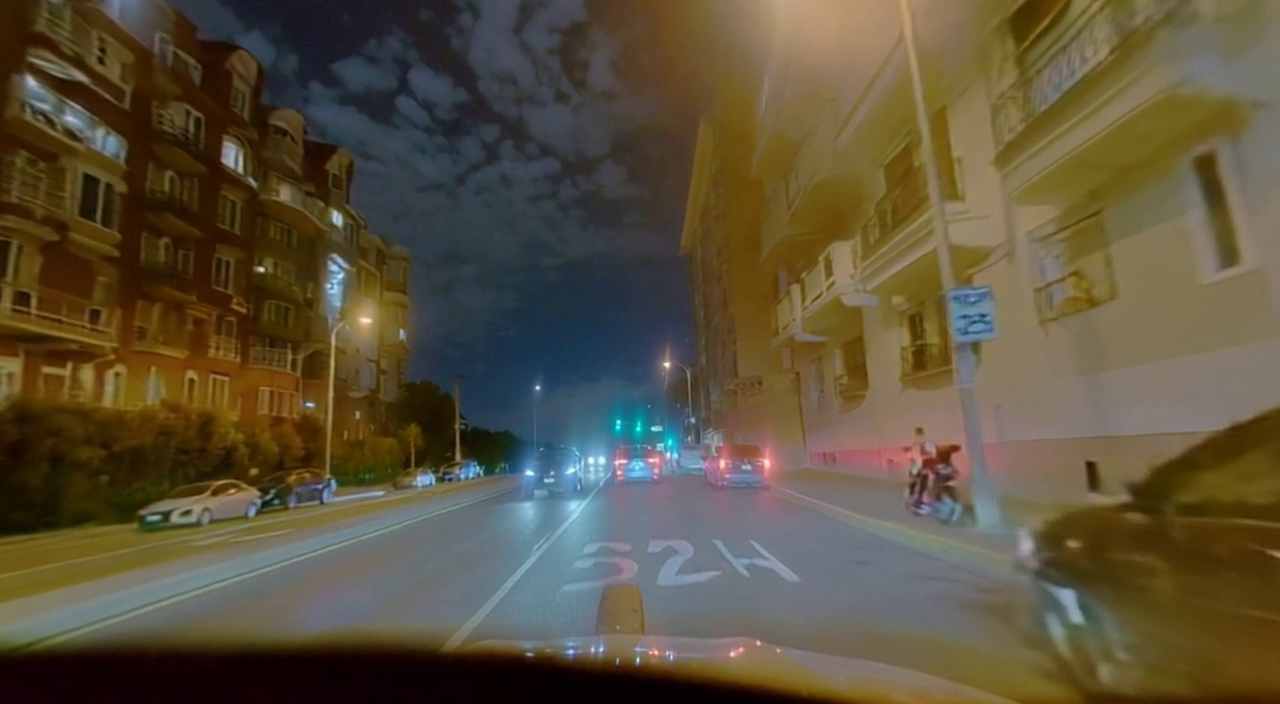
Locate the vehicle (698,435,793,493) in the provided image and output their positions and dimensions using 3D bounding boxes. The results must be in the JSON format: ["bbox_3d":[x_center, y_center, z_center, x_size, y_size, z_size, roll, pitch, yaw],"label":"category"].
[{"bbox_3d":[3.081,3.385,19.472,2.077,1.532,4.694,0,-9,0],"label":"vehicle"}]

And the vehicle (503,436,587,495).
[{"bbox_3d":[-2.982,3.668,20.817,2.065,1.705,4.353,0,-9,0],"label":"vehicle"}]

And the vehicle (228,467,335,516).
[{"bbox_3d":[-13.780,5.349,24.595,1.839,1.594,4.055,0,-9,-1],"label":"vehicle"}]

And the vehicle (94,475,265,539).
[{"bbox_3d":[-13.762,4.614,19.298,1.907,1.480,4.498,0,-9,-1],"label":"vehicle"}]

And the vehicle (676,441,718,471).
[{"bbox_3d":[3.054,5.646,34.435,1.933,1.501,4.349,0,-9,1],"label":"vehicle"}]

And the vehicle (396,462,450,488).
[{"bbox_3d":[-13.707,7.780,40.206,1.752,1.479,4.575,0,-9,0],"label":"vehicle"}]

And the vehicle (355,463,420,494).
[{"bbox_3d":[-13.866,6.958,35.023,1.844,1.499,4.421,0,-9,-1],"label":"vehicle"}]

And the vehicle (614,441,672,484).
[{"bbox_3d":[0.113,4.120,23.811,2.026,1.496,3.701,0,-9,0],"label":"vehicle"}]

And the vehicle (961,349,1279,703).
[{"bbox_3d":[3.206,0.760,1.842,1.925,1.635,4.905,0,-9,0],"label":"vehicle"}]
